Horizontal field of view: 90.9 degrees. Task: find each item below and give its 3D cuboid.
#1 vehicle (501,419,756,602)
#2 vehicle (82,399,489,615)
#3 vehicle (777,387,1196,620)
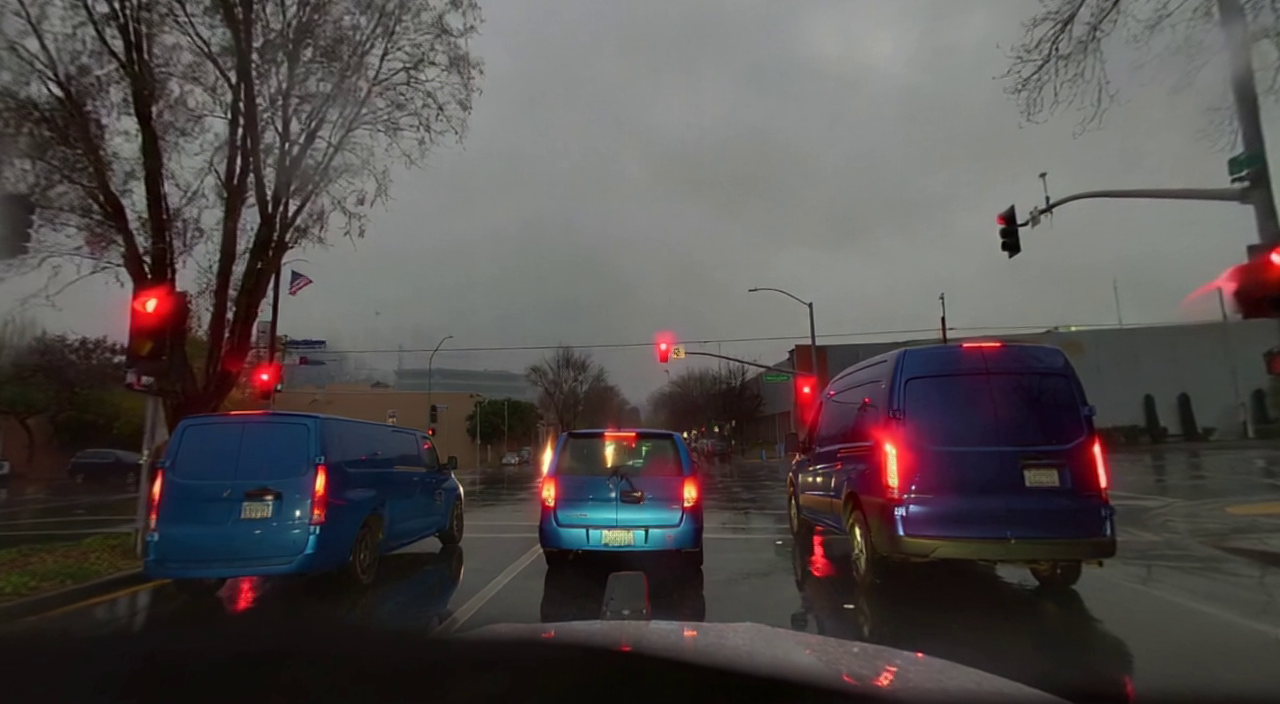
[{"bbox_3d":[-0.146,1.616,7.325,2.098,1.494,4.118,0,-9,-1],"label":"vehicle"},{"bbox_3d":[-3.304,1.520,7.037,2.024,1.677,3.998,-1,-9,3],"label":"vehicle"},{"bbox_3d":[3.086,1.468,7.019,2.178,1.746,4.400,0,-9,1],"label":"vehicle"}]
